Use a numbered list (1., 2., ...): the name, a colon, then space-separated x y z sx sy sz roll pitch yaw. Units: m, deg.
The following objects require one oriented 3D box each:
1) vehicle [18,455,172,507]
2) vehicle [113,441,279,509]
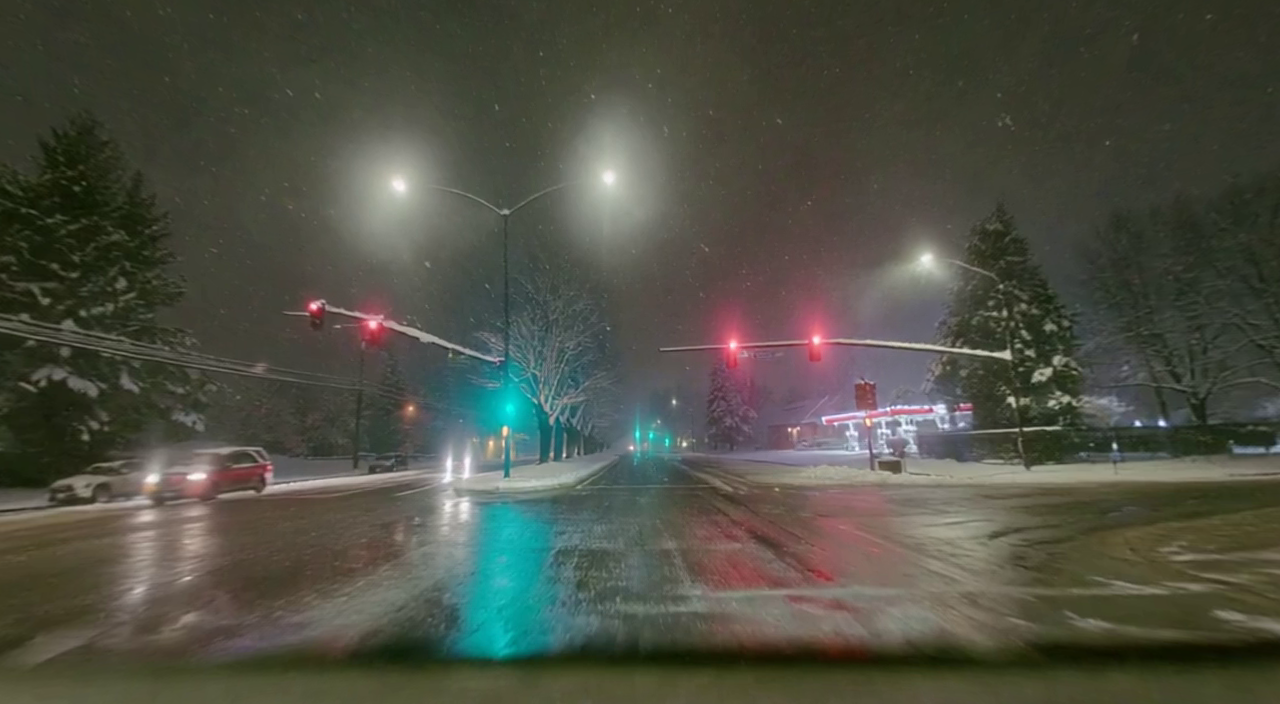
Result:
1. vehicle: -21.718 5.116 25.535 2.034 1.783 4.796 0 -8 -2
2. vehicle: -12.623 3.475 18.347 1.876 1.722 3.984 0 -8 0
